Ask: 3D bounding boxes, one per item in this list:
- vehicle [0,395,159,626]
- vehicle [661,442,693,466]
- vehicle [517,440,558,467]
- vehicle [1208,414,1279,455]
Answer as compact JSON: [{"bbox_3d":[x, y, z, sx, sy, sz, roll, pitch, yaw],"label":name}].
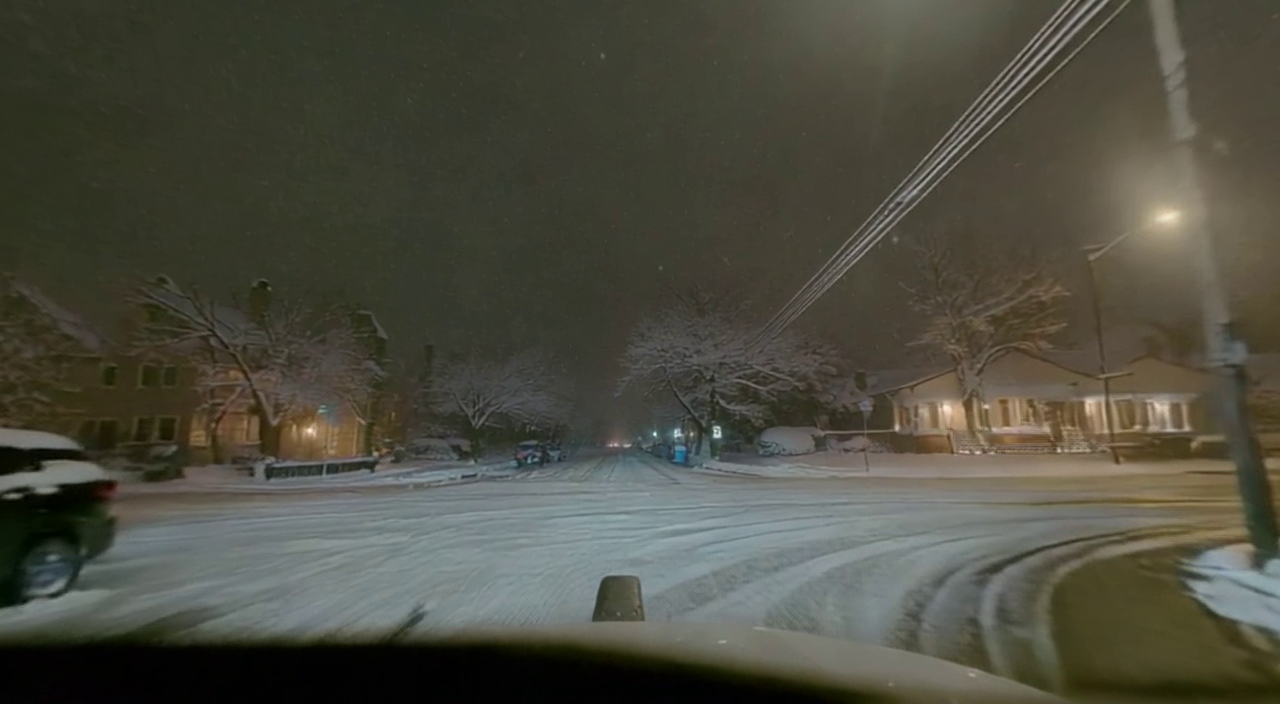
[{"bbox_3d":[-6.142,1.255,4.663,2.087,1.835,4.445,-1,-7,-7],"label":"vehicle"},{"bbox_3d":[2.628,7.295,45.482,1.896,1.602,4.571,0,-8,-1],"label":"vehicle"},{"bbox_3d":[-7.697,7.701,47.912,2.266,1.877,5.167,-1,-9,0],"label":"vehicle"},{"bbox_3d":[29.657,3.815,29.307,1.923,1.805,4.876,-1,-6,-1],"label":"vehicle"}]
